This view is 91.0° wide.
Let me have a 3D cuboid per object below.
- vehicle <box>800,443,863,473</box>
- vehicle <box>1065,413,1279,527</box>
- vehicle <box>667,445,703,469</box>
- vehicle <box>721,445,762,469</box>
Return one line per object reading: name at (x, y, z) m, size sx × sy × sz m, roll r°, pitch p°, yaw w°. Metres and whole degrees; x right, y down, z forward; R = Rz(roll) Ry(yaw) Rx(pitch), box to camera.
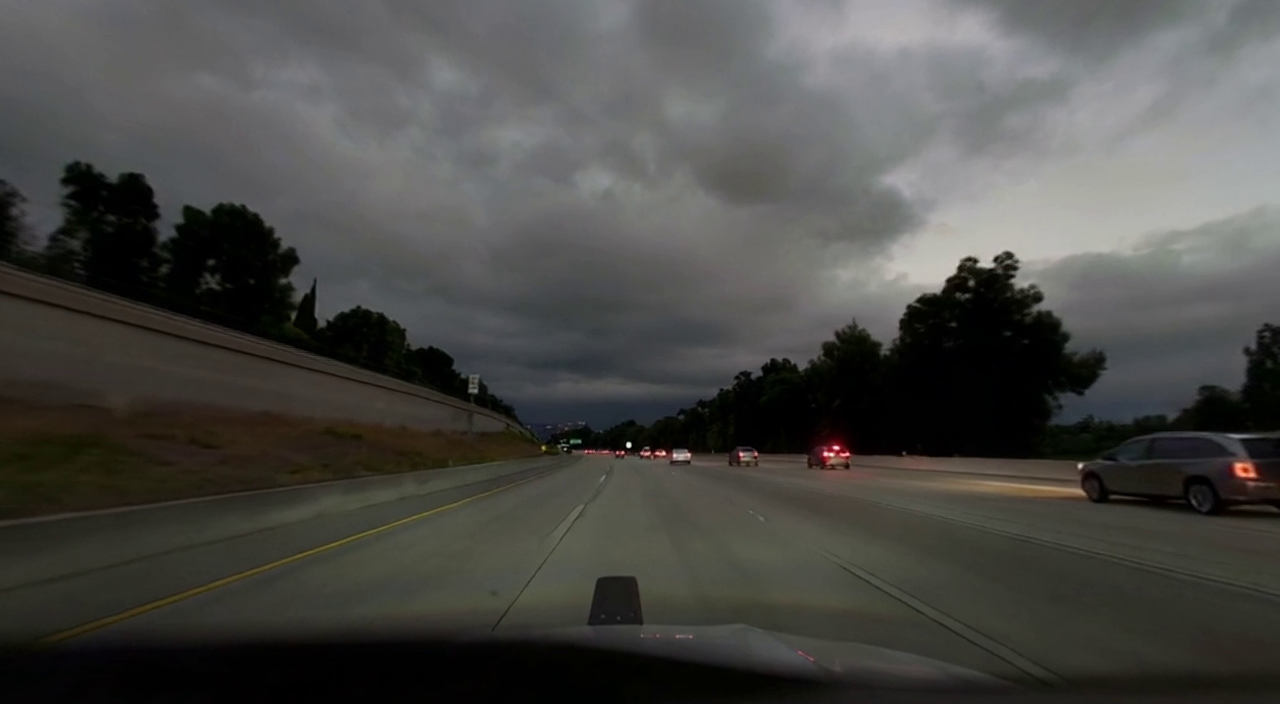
vehicle at (10.577, 5.871, 35.078) m, size 1.987 × 1.546 × 4.271 m, roll 1°, pitch -8°, yaw -3°
vehicle at (10.857, 2.174, 12.124) m, size 2.077 × 1.763 × 4.472 m, roll 0°, pitch -8°, yaw -1°
vehicle at (2.904, 6.913, 41.644) m, size 1.934 × 1.491 × 3.982 m, roll 1°, pitch -8°, yaw -3°
vehicle at (6.862, 7.122, 42.929) m, size 1.904 × 1.488 × 4.299 m, roll 1°, pitch -8°, yaw -3°
